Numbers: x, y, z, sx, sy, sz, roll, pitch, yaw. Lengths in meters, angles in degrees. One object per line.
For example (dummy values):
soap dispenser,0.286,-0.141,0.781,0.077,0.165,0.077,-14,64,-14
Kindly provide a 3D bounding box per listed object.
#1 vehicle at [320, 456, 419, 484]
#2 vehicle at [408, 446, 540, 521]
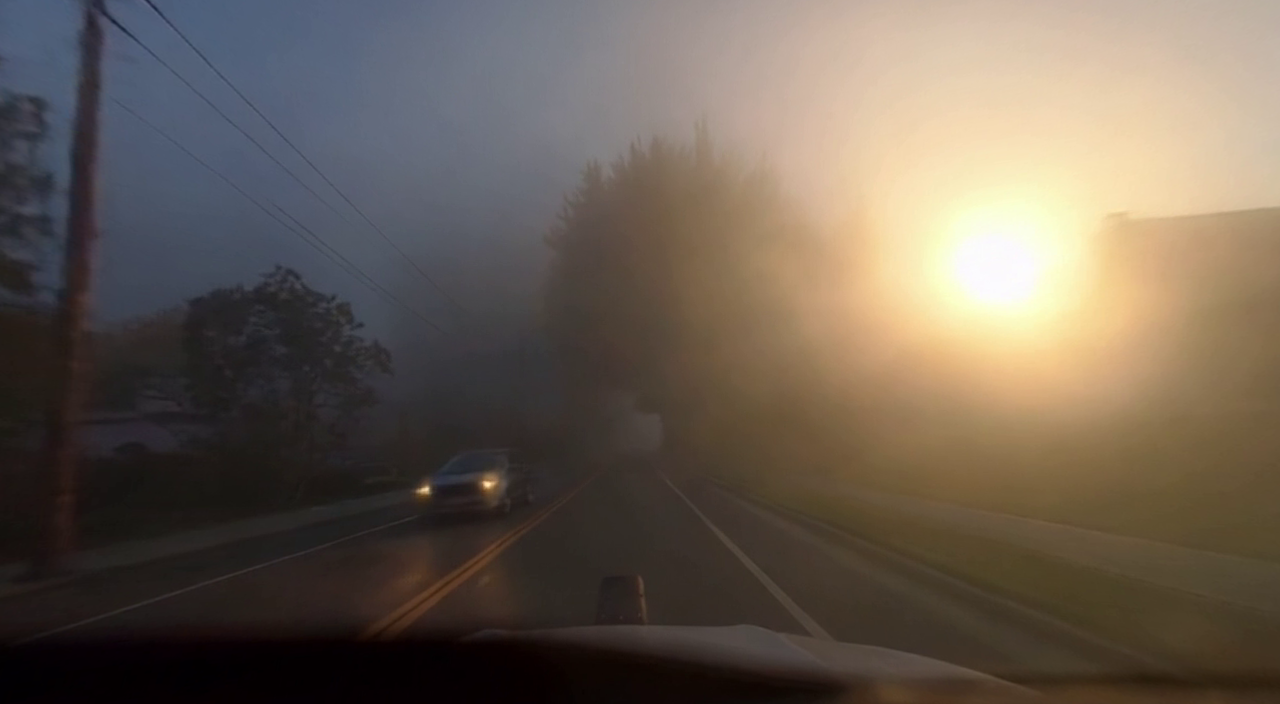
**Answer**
vehicle,-15.222,6.636,35.693,4.779,1.453,1.970,-2,-9,9
vehicle,-3.824,3.092,15.478,1.996,1.519,4.559,0,-9,0
